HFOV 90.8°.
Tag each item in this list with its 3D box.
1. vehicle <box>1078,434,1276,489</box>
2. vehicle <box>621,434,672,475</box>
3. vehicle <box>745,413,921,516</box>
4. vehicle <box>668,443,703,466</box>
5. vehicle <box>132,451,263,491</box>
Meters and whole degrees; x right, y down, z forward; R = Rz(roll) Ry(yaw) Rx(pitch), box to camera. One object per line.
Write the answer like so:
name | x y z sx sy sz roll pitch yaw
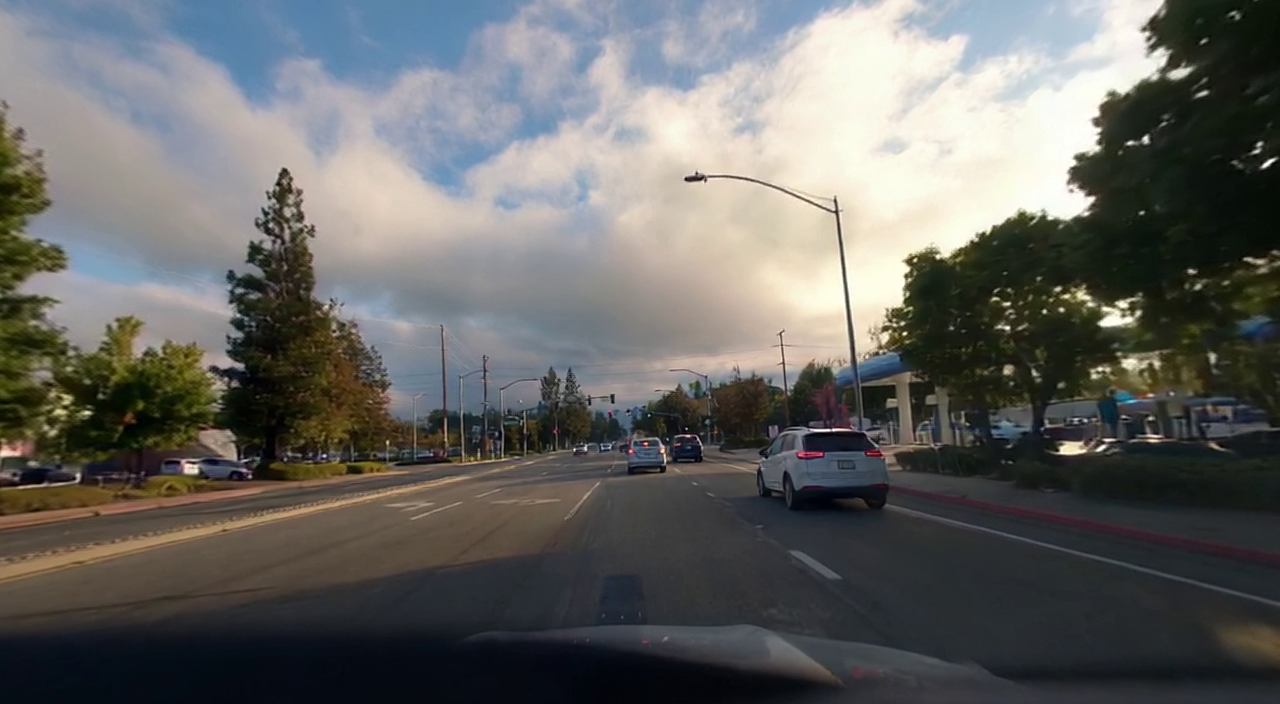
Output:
vehicle | 15.762 3.215 18.734 4.165 1.517 1.795 0 -9 0
vehicle | 0.205 4.652 28.764 2.164 1.718 3.881 0 -8 -2
vehicle | 3.818 2.355 13.655 2.116 1.791 5.006 0 -8 -1
vehicle | 2.814 6.485 40.078 1.822 1.331 3.583 0 -9 -2
vehicle | -24.332 6.498 35.032 2.100 1.937 5.517 -4 -9 26
